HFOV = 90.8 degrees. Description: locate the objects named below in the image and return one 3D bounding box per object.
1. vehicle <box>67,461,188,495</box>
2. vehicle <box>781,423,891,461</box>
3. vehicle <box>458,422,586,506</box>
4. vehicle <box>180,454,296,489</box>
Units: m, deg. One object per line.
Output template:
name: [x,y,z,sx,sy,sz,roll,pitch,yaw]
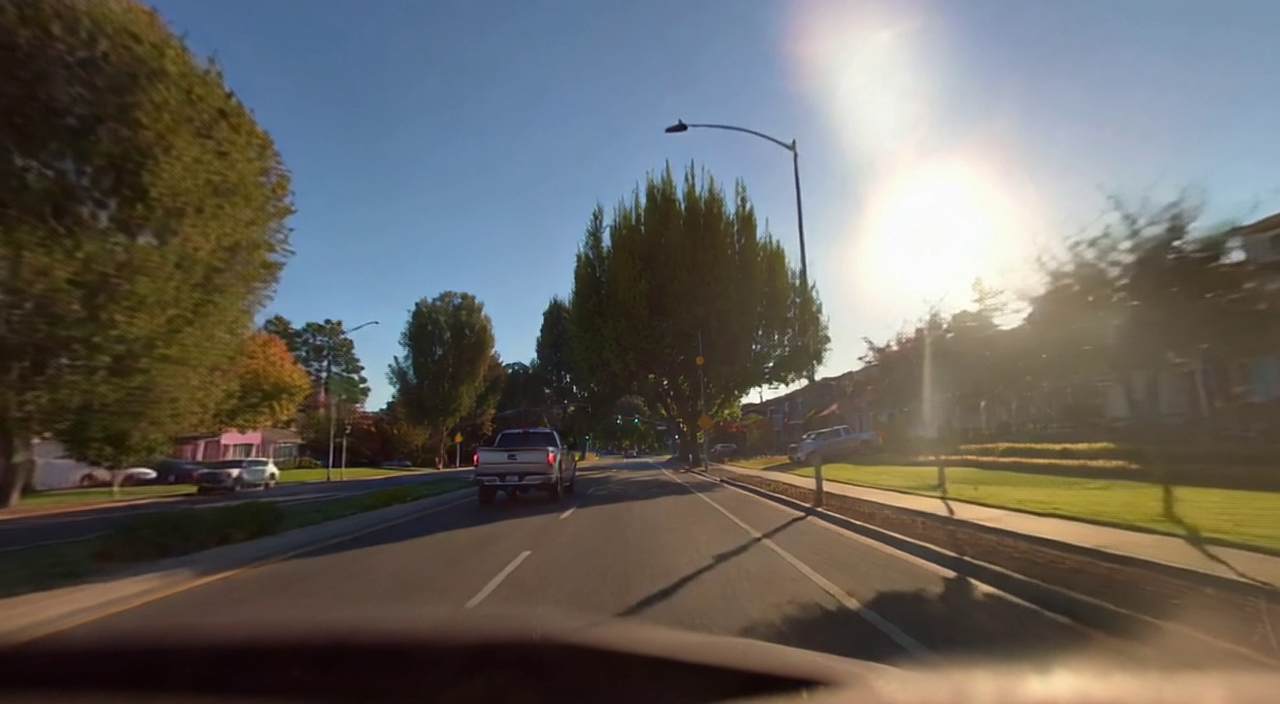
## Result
vehicle: [-26.867,6.598,33.250,4.497,1.634,1.991,0,-9,-3]
vehicle: [10.089,4.690,32.785,4.882,1.839,2.243,1,-9,-6]
vehicle: [-3.140,3.191,18.412,2.508,2.001,5.880,-1,-9,1]
vehicle: [-21.228,6.316,33.528,4.669,1.745,2.156,-1,-9,1]
